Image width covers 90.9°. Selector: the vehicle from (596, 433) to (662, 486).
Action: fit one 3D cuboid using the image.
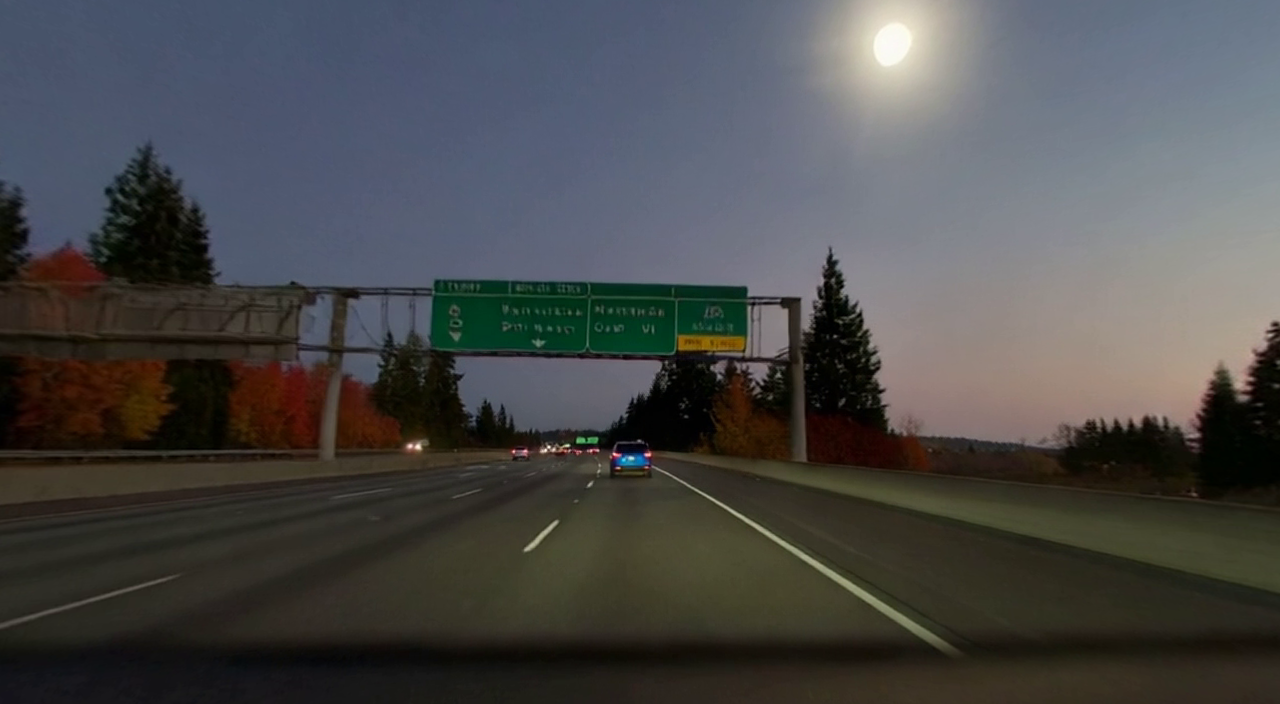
[{"bbox_3d":[-0.444,3.796,22.560,2.120,1.706,4.226,1,-8,-3],"label":"vehicle"}]
